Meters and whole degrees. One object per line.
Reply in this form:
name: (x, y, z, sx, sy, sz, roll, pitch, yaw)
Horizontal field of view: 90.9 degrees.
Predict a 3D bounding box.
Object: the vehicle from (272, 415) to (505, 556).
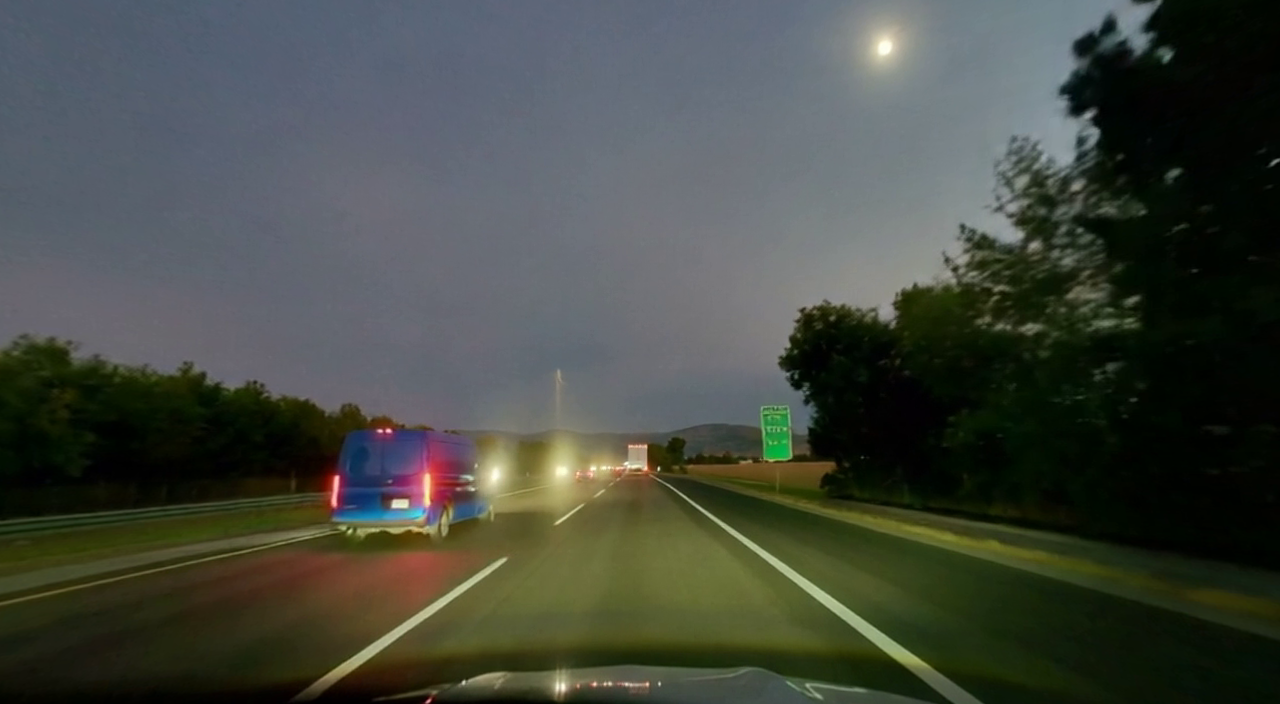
vehicle: (-4.109, 2.339, 11.449, 2.208, 1.973, 4.716, 1, -10, 0)
